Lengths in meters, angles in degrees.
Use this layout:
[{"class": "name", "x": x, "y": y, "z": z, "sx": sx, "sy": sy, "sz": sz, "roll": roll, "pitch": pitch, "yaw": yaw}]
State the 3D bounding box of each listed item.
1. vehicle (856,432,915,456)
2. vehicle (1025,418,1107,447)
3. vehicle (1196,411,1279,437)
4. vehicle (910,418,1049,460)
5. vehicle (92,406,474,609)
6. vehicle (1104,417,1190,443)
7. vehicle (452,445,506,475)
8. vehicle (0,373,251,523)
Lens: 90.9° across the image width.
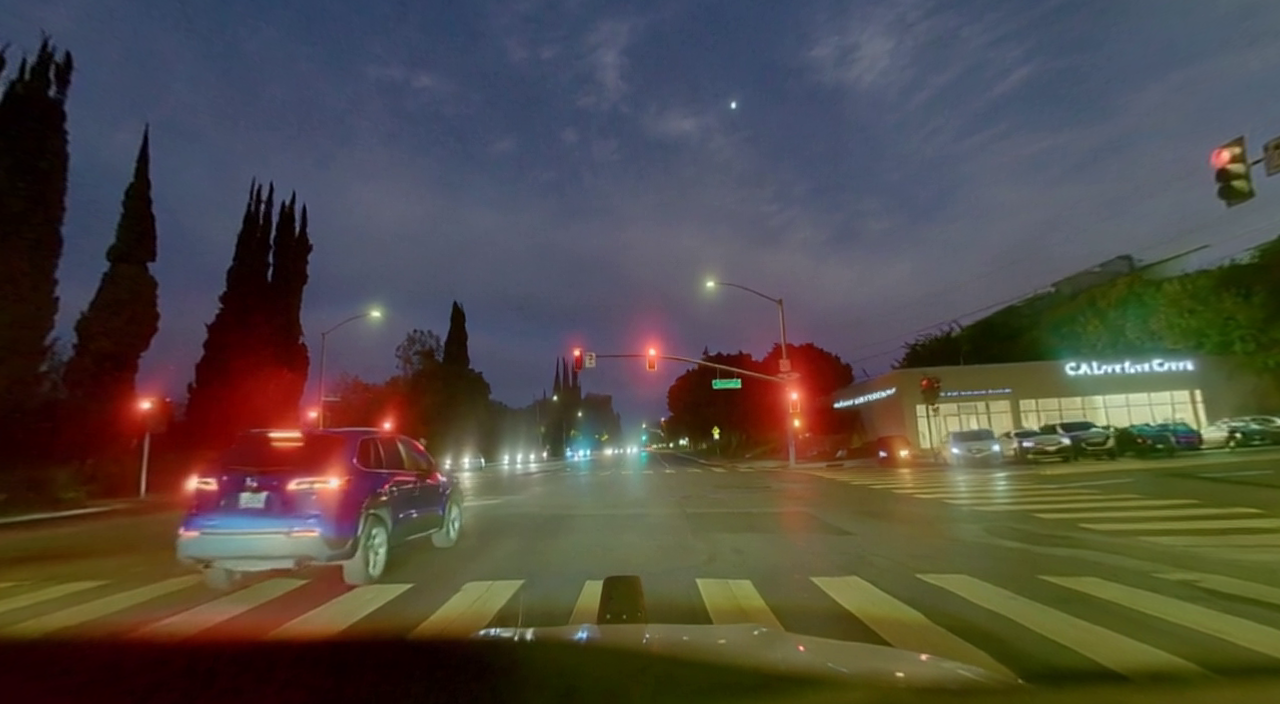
[{"class": "vehicle", "x": 17.320, "y": 6.486, "z": 44.503, "sx": 3.329, "sy": 1.415, "sz": 1.821, "roll": -5, "pitch": -9, "yaw": 3}, {"class": "vehicle", "x": 26.373, "y": 5.054, "z": 39.208, "sx": 2.011, "sy": 1.656, "sz": 4.163, "roll": 0, "pitch": -8, "yaw": -2}, {"class": "vehicle", "x": 38.367, "y": 4.596, "z": 39.983, "sx": 1.715, "sy": 1.480, "sz": 4.701, "roll": -1, "pitch": -9, "yaw": -1}, {"class": "vehicle", "x": 13.931, "y": 3.605, "z": 26.067, "sx": 4.566, "sy": 1.670, "sz": 2.000, "roll": 0, "pitch": -8, "yaw": -3}, {"class": "vehicle", "x": -3.517, "y": 1.597, "z": 7.470, "sx": 1.934, "sy": 1.649, "sz": 4.490, "roll": 0, "pitch": -8, "yaw": -1}, {"class": "vehicle", "x": 31.246, "y": 4.855, "z": 39.004, "sx": 1.823, "sy": 1.480, "sz": 4.003, "roll": 0, "pitch": -8, "yaw": -3}, {"class": "vehicle", "x": -9.283, "y": 6.256, "z": 36.709, "sx": 2.026, "sy": 1.616, "sz": 4.199, "roll": 0, "pitch": -8, "yaw": 0}, {"class": "vehicle", "x": -16.521, "y": 2.791, "z": 18.437, "sx": 3.161, "sy": 3.455, "sz": 11.058, "roll": 0, "pitch": -8, "yaw": 0}]
